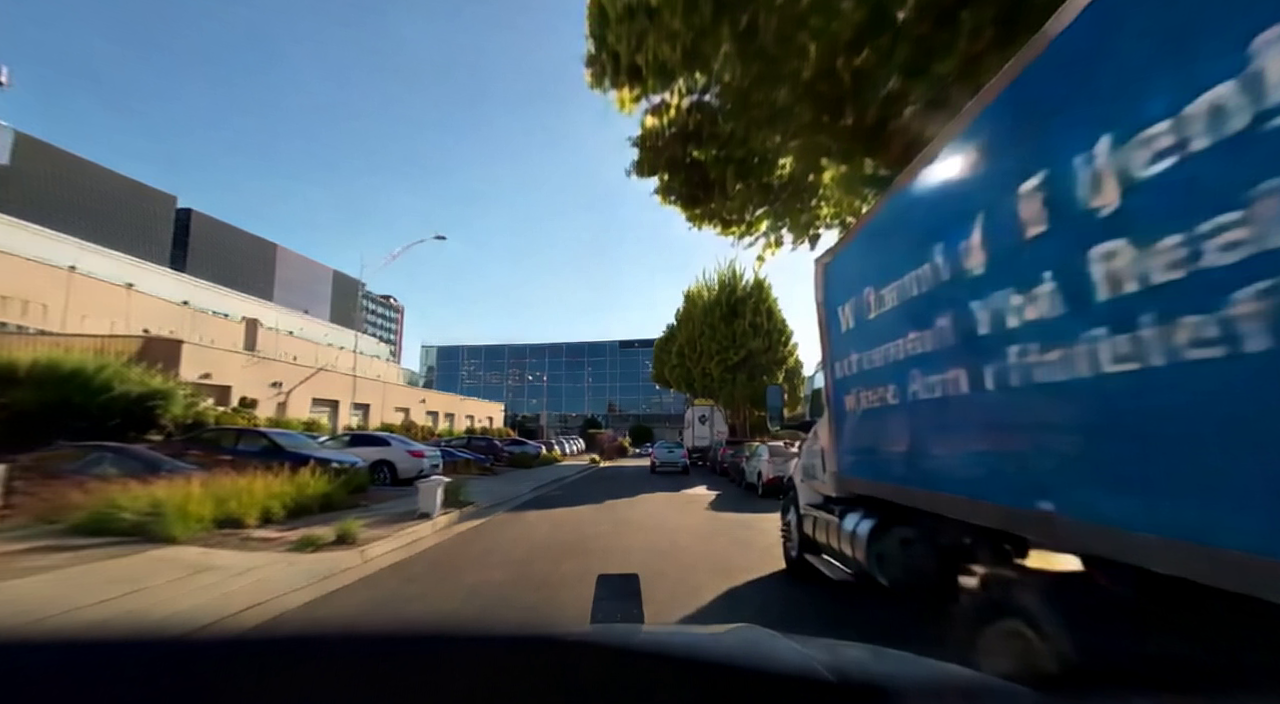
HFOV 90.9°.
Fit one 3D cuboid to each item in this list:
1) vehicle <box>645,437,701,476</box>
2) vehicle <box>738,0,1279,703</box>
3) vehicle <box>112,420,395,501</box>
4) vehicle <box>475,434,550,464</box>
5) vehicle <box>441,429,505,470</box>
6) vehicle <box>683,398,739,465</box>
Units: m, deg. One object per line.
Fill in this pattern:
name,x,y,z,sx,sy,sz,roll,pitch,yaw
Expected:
vehicle,1.361,4.312,26.376,2.160,1.498,3.909,0,-8,2
vehicle,3.038,0.251,5.294,3.019,3.659,10.648,0,-8,2
vehicle,-7.694,2.184,12.889,4.555,1.517,1.858,0,-8,2
vehicle,-6.695,5.118,33.313,3.569,1.520,1.797,0,-8,0
vehicle,-7.677,4.510,29.398,1.996,1.719,4.382,2,-8,-4
vehicle,4.890,5.909,46.185,2.865,4.113,14.471,0,-8,2
